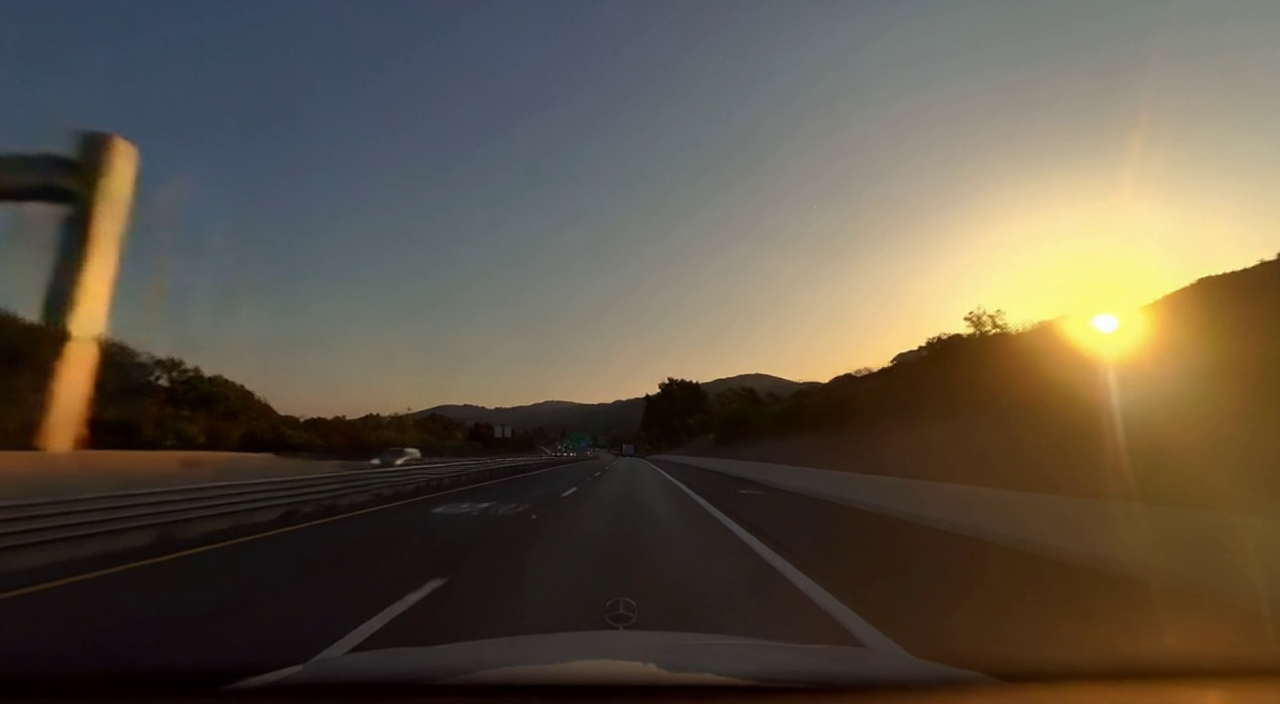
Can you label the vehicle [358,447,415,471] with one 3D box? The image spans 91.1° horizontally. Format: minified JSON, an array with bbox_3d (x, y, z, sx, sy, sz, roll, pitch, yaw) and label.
[{"bbox_3d":[-17.108,7.252,42.722,1.928,1.475,4.749,0,-9,0],"label":"vehicle"}]
